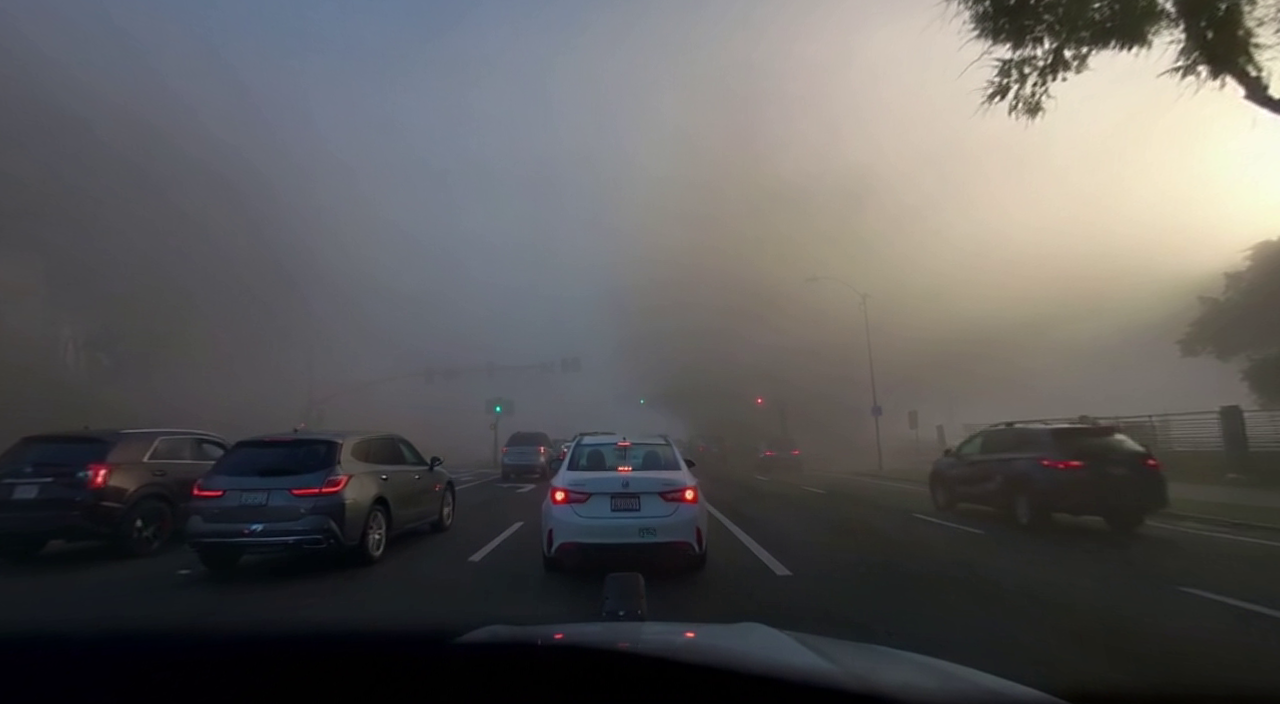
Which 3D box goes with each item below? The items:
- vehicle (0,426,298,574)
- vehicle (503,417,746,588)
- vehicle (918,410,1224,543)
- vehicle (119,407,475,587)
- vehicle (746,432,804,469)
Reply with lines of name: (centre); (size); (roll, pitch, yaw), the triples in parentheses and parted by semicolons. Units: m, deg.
vehicle: (-6.980, 1.861, 8.790); (1.860, 1.491, 4.586); (0, -8, 0)
vehicle: (-0.175, 1.654, 7.789); (2.161, 1.501, 4.184); (0, -8, -1)
vehicle: (6.267, 1.845, 9.925); (1.895, 1.633, 4.030); (0, -9, 0)
vehicle: (-3.705, 1.644, 8.001); (2.009, 1.619, 4.376); (0, -8, 1)
vehicle: (6.672, 4.928, 31.696); (1.889, 1.681, 4.120); (0, -9, -1)
